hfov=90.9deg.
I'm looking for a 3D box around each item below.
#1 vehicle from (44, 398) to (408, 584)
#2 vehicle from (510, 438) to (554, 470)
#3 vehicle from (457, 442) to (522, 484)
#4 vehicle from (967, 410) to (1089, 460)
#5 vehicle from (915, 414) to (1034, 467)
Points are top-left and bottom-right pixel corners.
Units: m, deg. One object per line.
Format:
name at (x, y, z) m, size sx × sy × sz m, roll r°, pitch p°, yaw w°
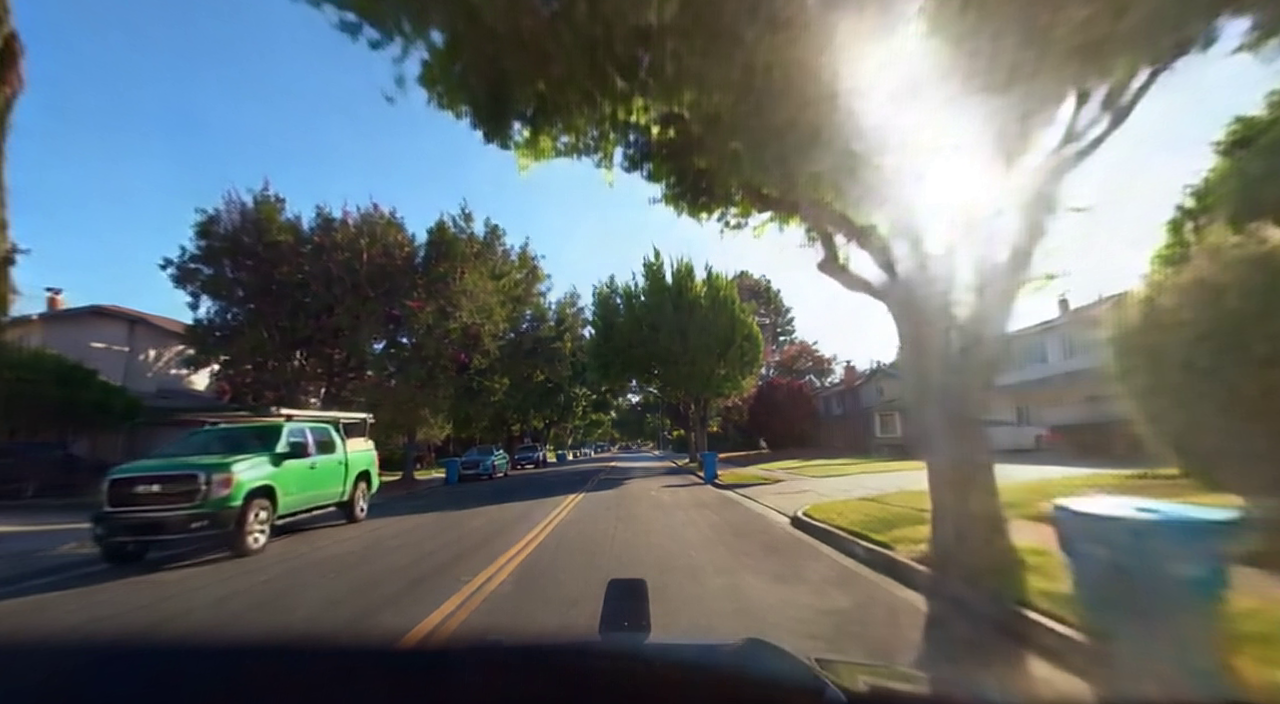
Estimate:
vehicle at (-6.330, 1.974, 10.907) m, size 2.223 × 2.115 × 5.707 m, roll 5°, pitch -4°, yaw 1°
vehicle at (-7.014, 6.671, 41.523) m, size 2.169 × 1.871 × 4.762 m, roll -3°, pitch -8°, yaw -2°
vehicle at (-6.658, 4.902, 28.338) m, size 1.945 × 1.530 × 4.430 m, roll -4°, pitch -7°, yaw -2°
vehicle at (14.769, 3.249, 24.340) m, size 1.915 × 1.740 × 4.309 m, roll 1°, pitch -9°, yaw -1°
vehicle at (12.669, 3.376, 24.291) m, size 1.936 × 1.687 × 4.714 m, roll -5°, pitch -7°, yaw 1°
